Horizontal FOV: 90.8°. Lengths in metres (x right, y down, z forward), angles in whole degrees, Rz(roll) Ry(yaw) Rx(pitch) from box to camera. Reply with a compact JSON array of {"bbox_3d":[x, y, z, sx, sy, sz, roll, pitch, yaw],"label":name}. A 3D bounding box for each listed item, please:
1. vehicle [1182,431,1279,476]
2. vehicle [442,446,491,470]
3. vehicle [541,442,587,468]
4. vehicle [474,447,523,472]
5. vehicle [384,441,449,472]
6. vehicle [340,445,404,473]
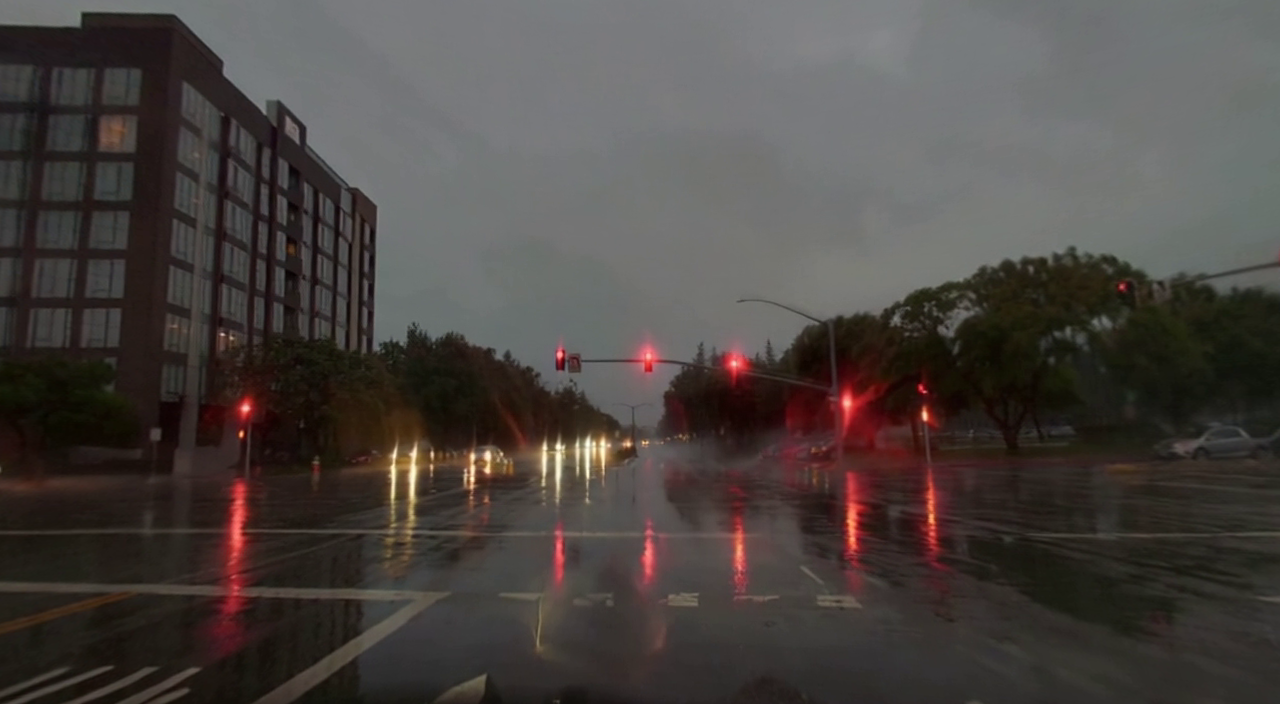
[{"bbox_3d":[22.313,3.572,22.367,4.474,1.477,1.908,0,-9,-3],"label":"vehicle"},{"bbox_3d":[-11.683,7.147,42.770,2.003,1.476,4.297,-1,-9,1],"label":"vehicle"},{"bbox_3d":[-4.596,6.295,38.754,2.109,1.461,4.637,-1,-9,2],"label":"vehicle"},{"bbox_3d":[-8.028,6.131,36.195,1.910,1.288,4.093,0,-9,0],"label":"vehicle"},{"bbox_3d":[-15.156,7.124,43.249,2.340,1.946,5.450,-1,-9,1],"label":"vehicle"},{"bbox_3d":[-18.568,7.411,44.076,2.237,1.842,5.116,0,-9,0],"label":"vehicle"}]
